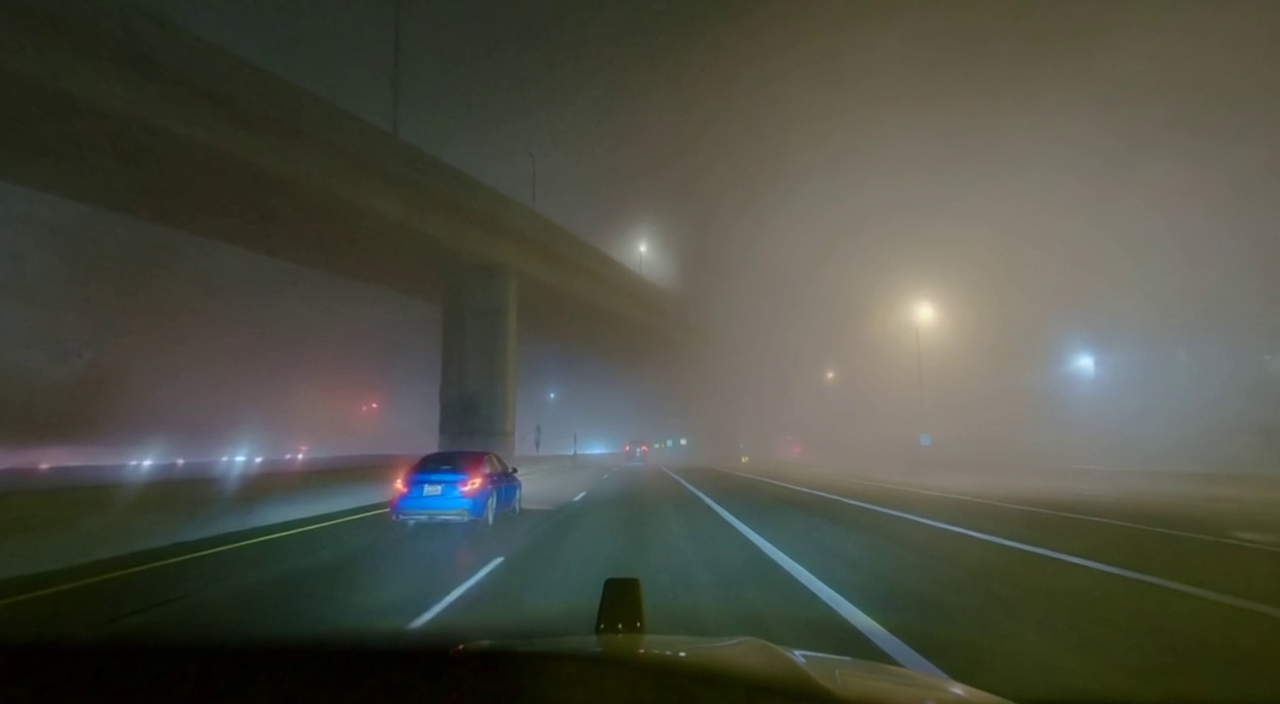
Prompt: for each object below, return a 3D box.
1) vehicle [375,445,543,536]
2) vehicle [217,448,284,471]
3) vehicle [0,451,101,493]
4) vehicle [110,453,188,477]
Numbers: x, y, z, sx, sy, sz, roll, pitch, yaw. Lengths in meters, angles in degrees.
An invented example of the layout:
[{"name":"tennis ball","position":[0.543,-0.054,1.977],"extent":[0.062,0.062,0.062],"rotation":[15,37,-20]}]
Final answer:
[{"name":"vehicle","position":[-3.308,2.602,12.479],"extent":[2.044,1.478,4.114],"rotation":[0,-9,1]},{"name":"vehicle","position":[-29.923,8.252,48.561],"extent":[1.950,1.584,4.891],"rotation":[0,-8,0]},{"name":"vehicle","position":[-23.850,4.658,24.802],"extent":[1.711,1.454,3.911],"rotation":[0,-9,0]},{"name":"vehicle","position":[-33.818,7.756,43.537],"extent":[1.759,1.475,4.440],"rotation":[0,-8,1]}]
